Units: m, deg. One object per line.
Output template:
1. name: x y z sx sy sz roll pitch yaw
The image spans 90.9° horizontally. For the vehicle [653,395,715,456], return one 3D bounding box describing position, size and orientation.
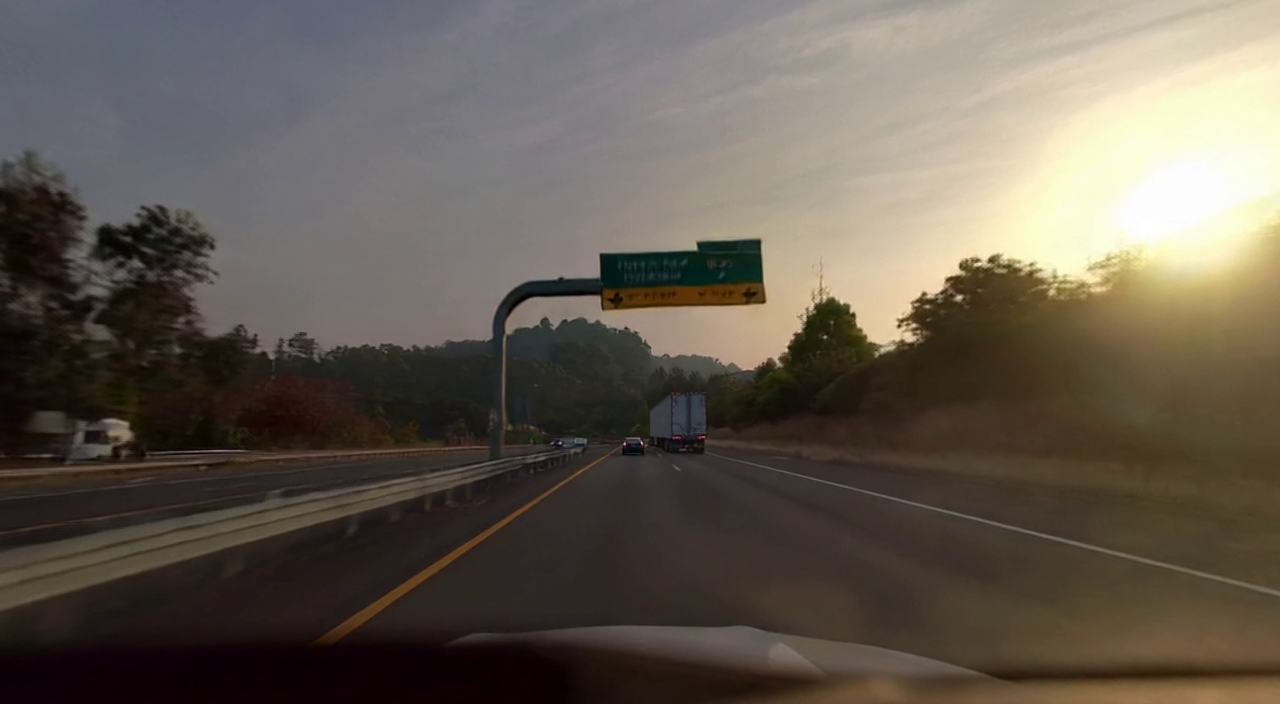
1. vehicle: 3.087 5.918 49.848 3.376 4.017 16.232 0 -8 -1
